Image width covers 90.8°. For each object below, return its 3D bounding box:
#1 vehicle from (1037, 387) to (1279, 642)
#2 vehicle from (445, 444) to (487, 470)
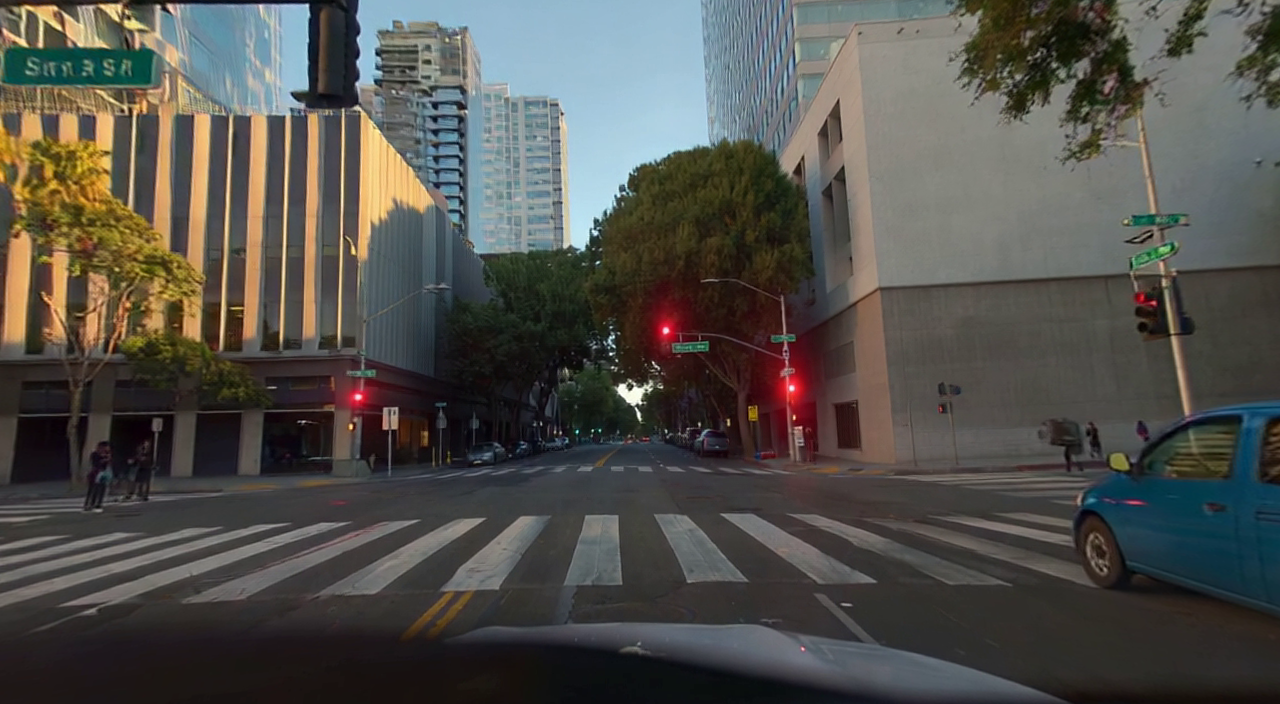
[{"bbox_3d":[5.618,1.180,4.650,2.070,1.804,4.881,0,-8,-2],"label":"vehicle"},{"bbox_3d":[-12.445,7.502,45.395,1.935,1.639,4.244,-3,-8,-2],"label":"vehicle"}]
